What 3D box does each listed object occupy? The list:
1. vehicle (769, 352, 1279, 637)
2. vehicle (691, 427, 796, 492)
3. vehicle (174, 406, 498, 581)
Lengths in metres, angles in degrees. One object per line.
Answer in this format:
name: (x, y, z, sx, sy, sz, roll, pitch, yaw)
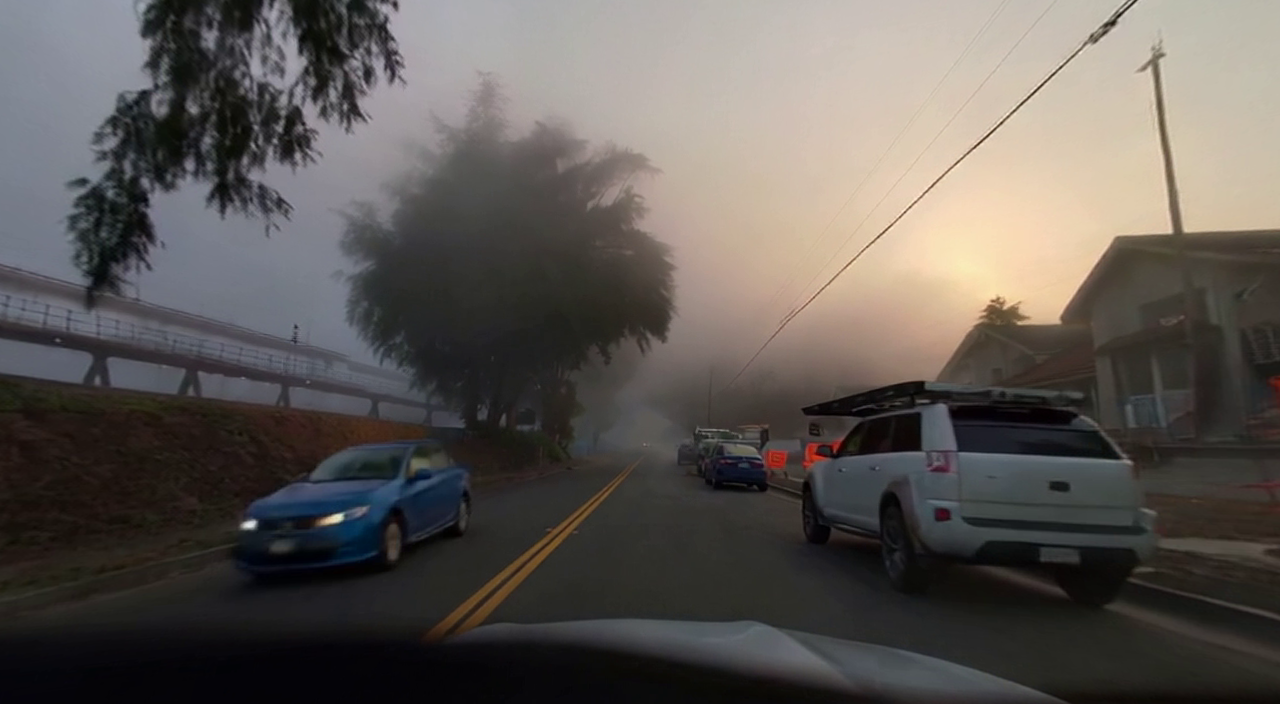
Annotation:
vehicle: (3.567, 1.529, 7.877, 2.759, 2.114, 6.152, -1, -9, 2)
vehicle: (3.520, 3.877, 23.135, 2.617, 2.020, 6.531, 0, -9, -1)
vehicle: (-3.510, 1.737, 8.491, 2.078, 1.716, 4.367, -1, -9, 1)
